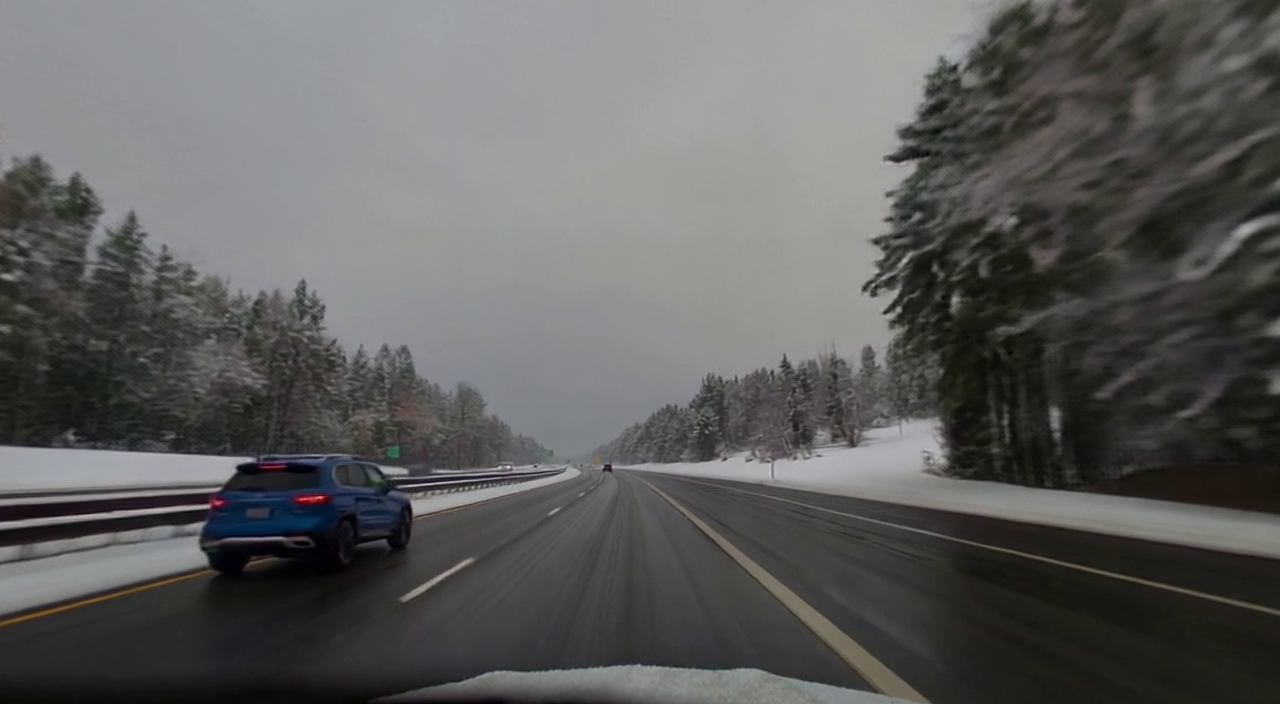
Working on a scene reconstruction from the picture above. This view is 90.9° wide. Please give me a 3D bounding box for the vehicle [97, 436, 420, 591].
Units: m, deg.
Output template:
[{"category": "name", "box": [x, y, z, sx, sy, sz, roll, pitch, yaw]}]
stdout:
[{"category": "vehicle", "box": [-4.632, 2.029, 8.480, 2.025, 1.584, 3.657, 1, -10, -1]}]
